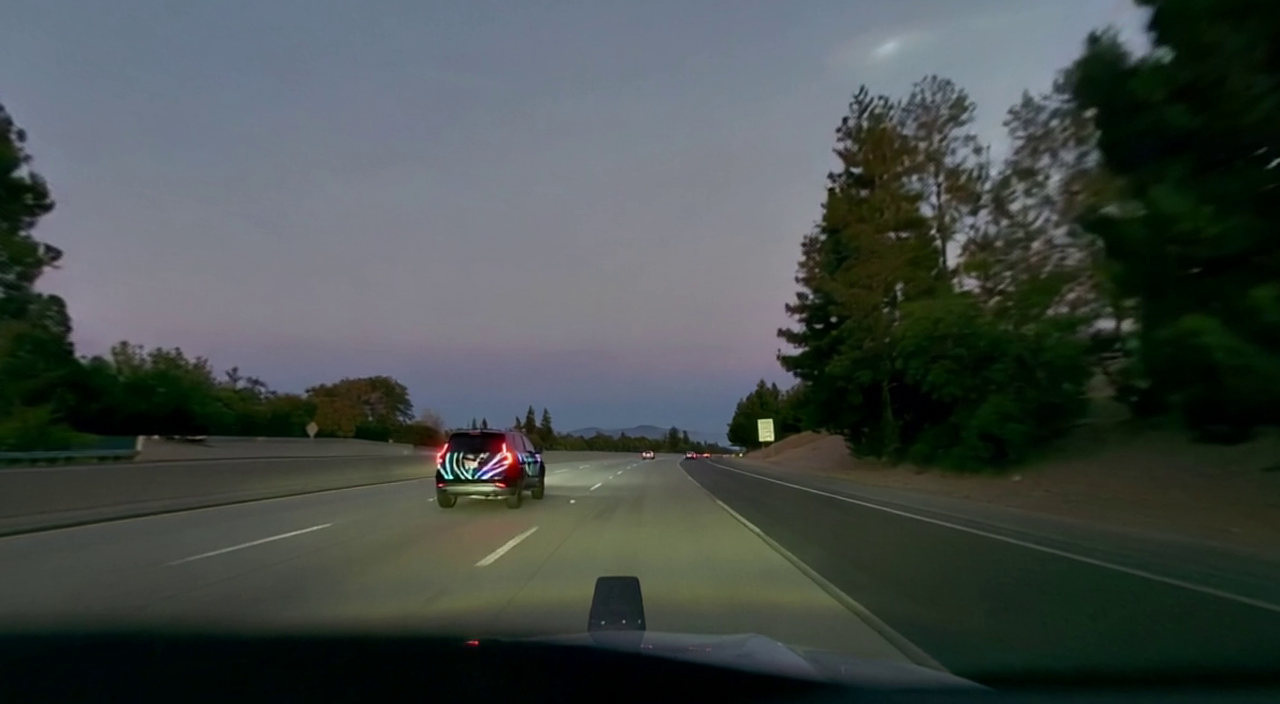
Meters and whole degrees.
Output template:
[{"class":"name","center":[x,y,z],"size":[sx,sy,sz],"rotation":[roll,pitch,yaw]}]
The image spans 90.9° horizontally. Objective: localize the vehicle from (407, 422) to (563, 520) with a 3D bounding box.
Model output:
[{"class":"vehicle","center":[-3.189,2.578,14.204],"size":[2.183,1.803,4.685],"rotation":[0,-8,2]}]
